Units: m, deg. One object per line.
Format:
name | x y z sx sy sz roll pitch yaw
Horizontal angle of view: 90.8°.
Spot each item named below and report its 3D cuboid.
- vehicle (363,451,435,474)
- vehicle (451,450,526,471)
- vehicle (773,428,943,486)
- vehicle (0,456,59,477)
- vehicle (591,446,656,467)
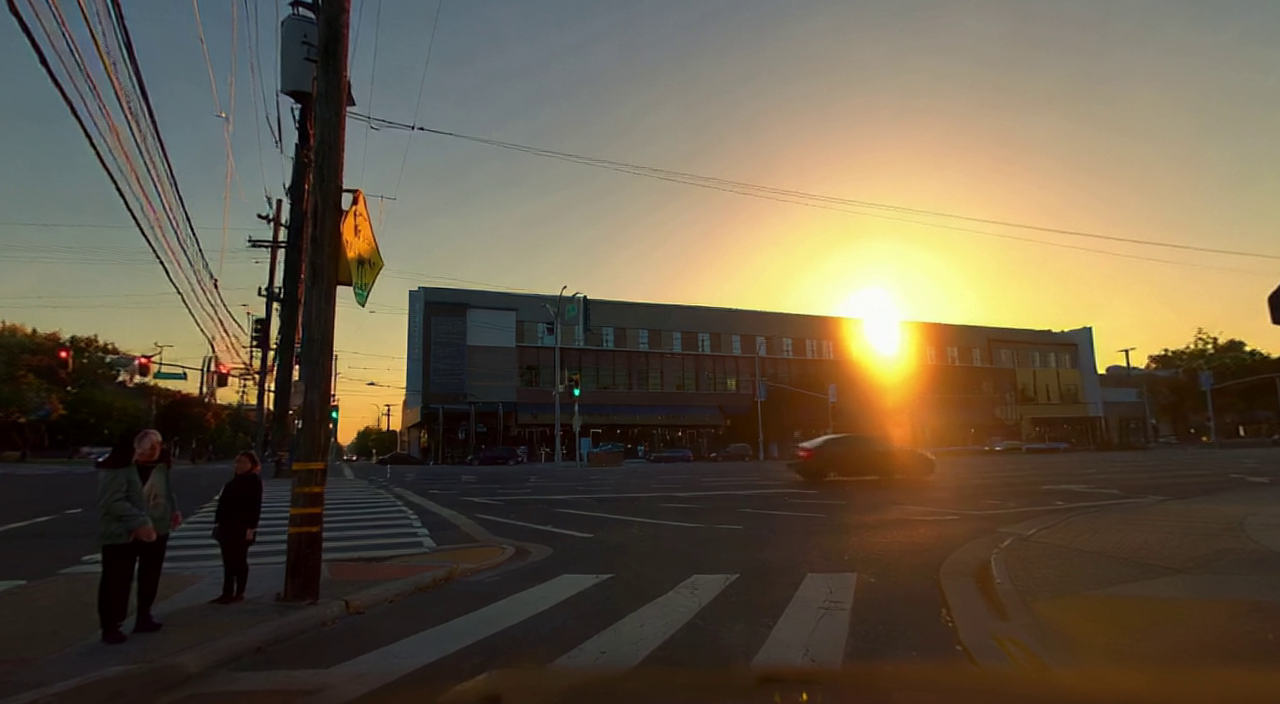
vehicle | -17.190 7.857 45.120 4.623 1.471 1.805 4 -9 -25
vehicle | -10.675 7.635 44.703 4.837 1.407 1.818 4 -9 -26
vehicle | 6.725 3.249 19.683 4.530 1.648 2.075 2 -9 -14
vehicle | -46.458 8.651 48.030 1.899 1.438 4.799 4 -9 -25
vehicle | -1.163 7.547 45.817 4.391 1.451 1.717 4 -9 -26
